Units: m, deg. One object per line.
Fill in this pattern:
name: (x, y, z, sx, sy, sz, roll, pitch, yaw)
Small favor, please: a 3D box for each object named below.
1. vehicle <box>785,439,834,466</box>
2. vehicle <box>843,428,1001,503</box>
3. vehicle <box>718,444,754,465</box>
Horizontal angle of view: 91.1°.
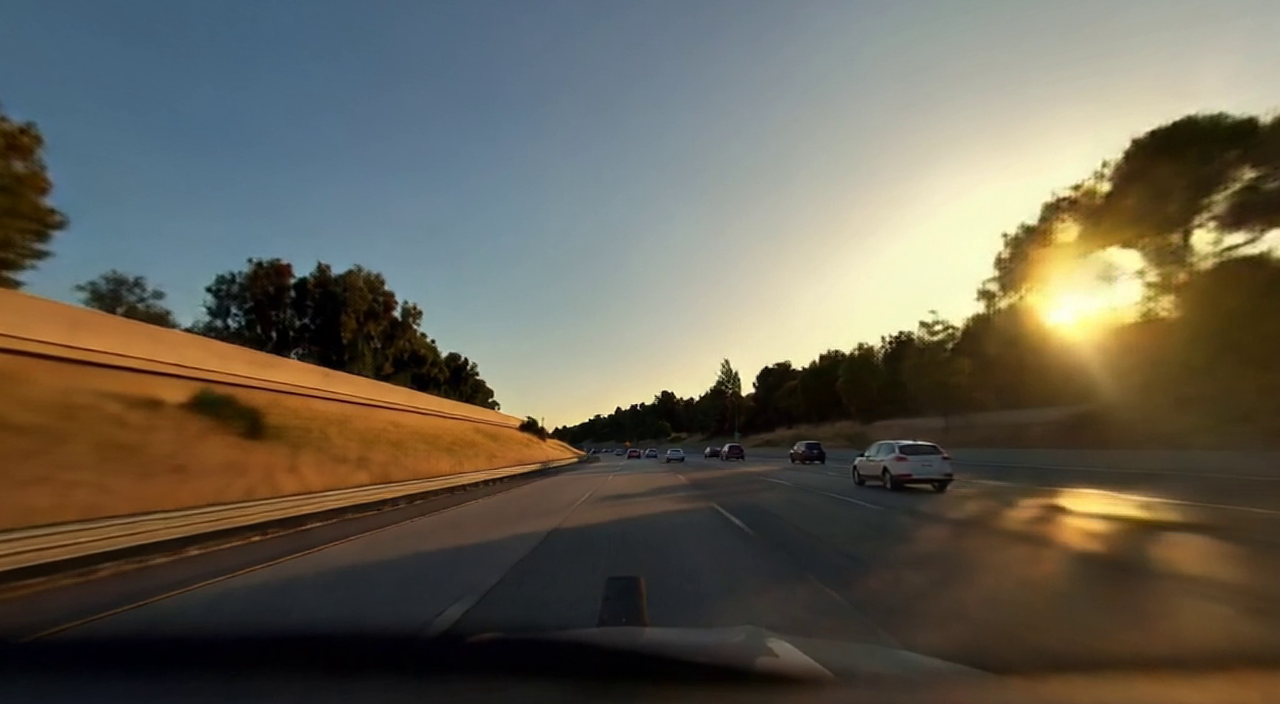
vehicle: (10.963, 6.509, 40.831, 1.986, 1.644, 4.126, 0, -8, -1)
vehicle: (7.273, 2.966, 16.887, 2.048, 1.697, 4.689, 0, -8, 0)
vehicle: (6.959, 7.480, 45.943, 1.940, 1.482, 3.644, 0, -8, -2)
